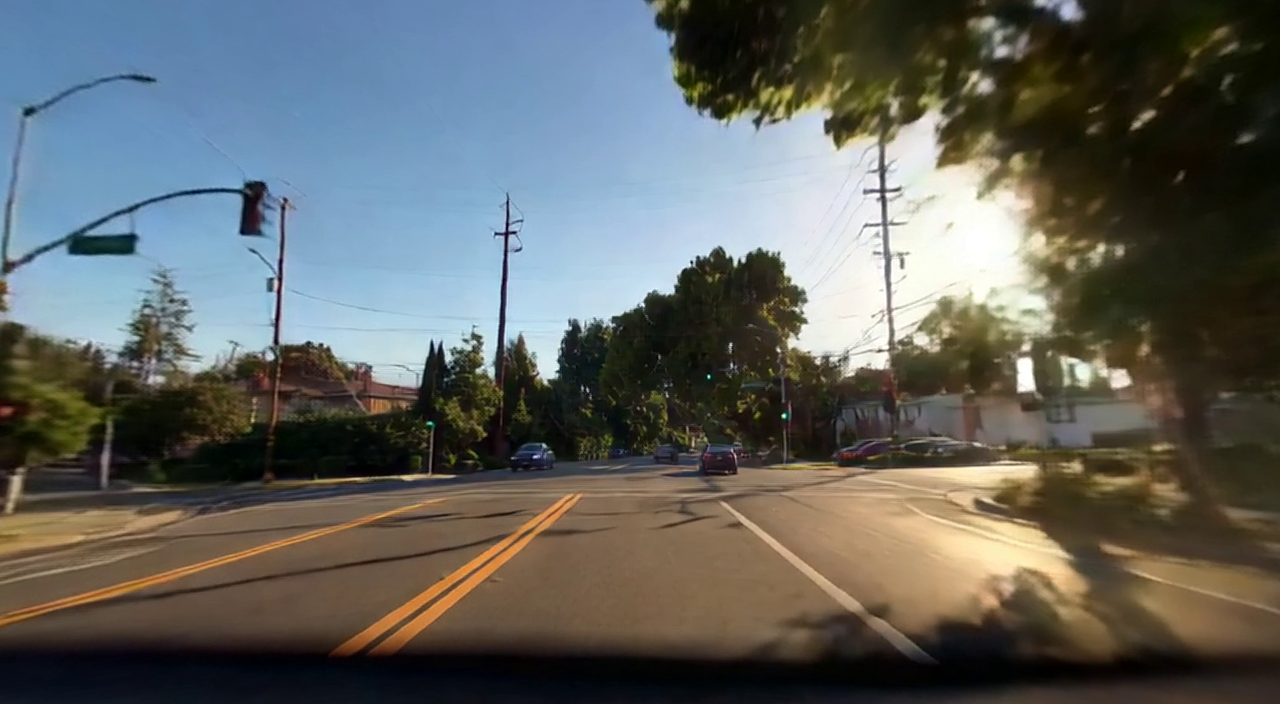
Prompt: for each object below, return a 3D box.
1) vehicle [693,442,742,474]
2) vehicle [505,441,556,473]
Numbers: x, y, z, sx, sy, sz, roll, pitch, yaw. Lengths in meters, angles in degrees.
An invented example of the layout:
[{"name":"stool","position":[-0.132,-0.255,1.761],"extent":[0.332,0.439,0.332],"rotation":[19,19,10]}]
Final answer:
[{"name":"vehicle","position":[3.842,5.314,31.912],"extent":[1.951,1.479,4.487],"rotation":[0,-8,0]},{"name":"vehicle","position":[-6.269,6.040,36.598],"extent":[1.959,1.741,4.393],"rotation":[-1,-8,2]}]
